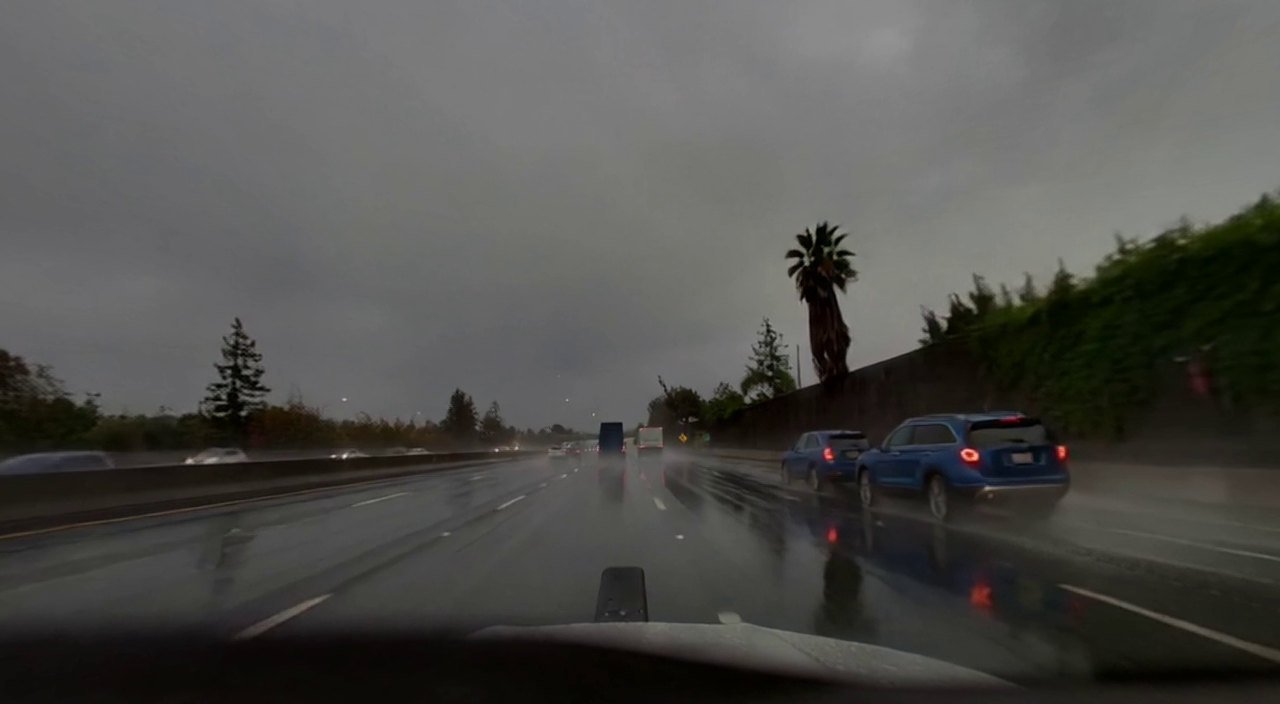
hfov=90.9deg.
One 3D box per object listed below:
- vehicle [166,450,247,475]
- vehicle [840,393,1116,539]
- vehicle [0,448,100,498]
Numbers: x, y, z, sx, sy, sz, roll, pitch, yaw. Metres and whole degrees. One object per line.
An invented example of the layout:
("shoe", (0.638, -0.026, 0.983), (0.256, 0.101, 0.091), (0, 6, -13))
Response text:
("vehicle", (-31.124, 7.928, 45.489), (2.111, 1.620, 5.359), (0, -8, -1))
("vehicle", (5.977, 2.095, 12.213), (2.408, 2.210, 4.999), (0, -8, -2))
("vehicle", (-19.015, 3.693, 19.606), (1.485, 1.388, 3.361), (0, -8, -1))
